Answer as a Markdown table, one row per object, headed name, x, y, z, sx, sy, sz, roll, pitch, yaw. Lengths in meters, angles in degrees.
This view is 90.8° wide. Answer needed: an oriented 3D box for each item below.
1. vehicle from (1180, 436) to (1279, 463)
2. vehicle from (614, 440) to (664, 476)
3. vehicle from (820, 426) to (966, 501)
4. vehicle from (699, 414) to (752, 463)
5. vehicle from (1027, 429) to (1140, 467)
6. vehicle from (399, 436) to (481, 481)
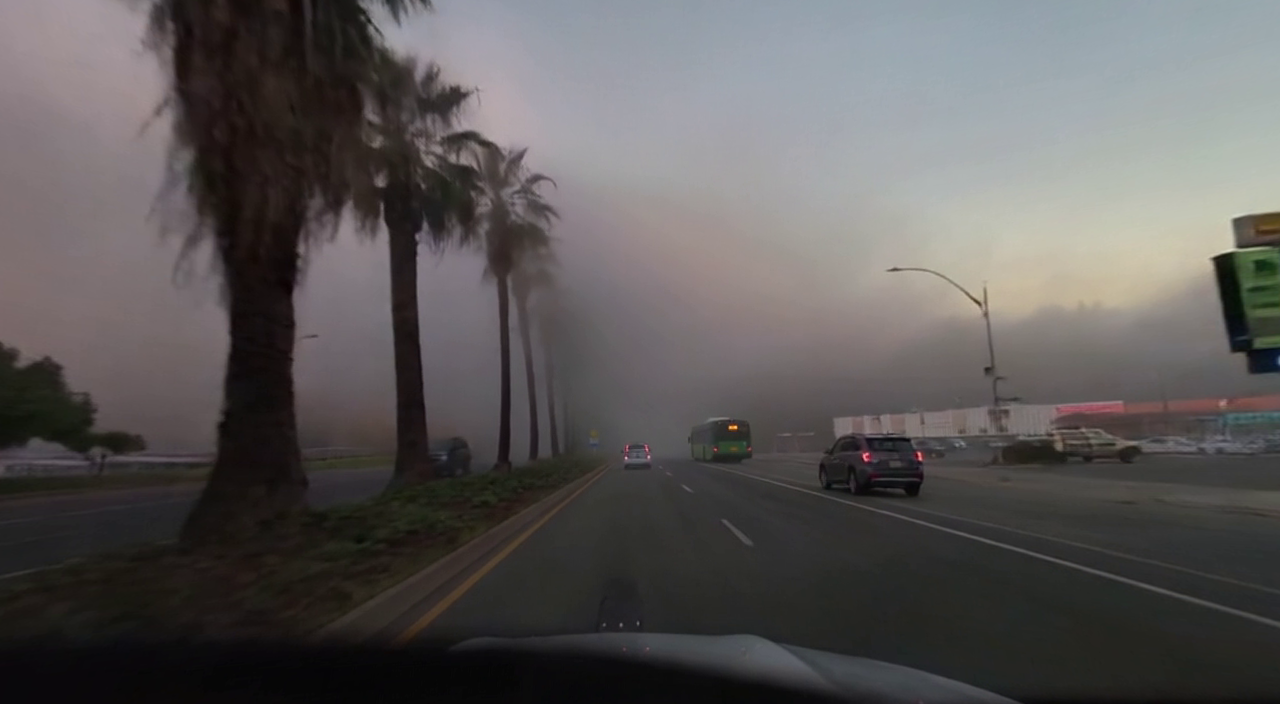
| name | x | y | z | sx | sy | sz | roll | pitch | yaw |
| --- | --- | --- | --- | --- | --- | --- | --- | --- | --- |
| vehicle | 36.030 | 6.037 | 38.734 | 1.818 | 1.451 | 4.263 | -2 | -10 | -5 |
| vehicle | -0.042 | 4.743 | 28.573 | 2.065 | 1.477 | 4.306 | 0 | -9 | 0 |
| vehicle | 6.319 | 2.834 | 16.405 | 2.031 | 1.670 | 4.154 | 0 | -9 | -1 |
| vehicle | 6.503 | 6.838 | 49.494 | 2.795 | 3.383 | 9.287 | 0 | -9 | -1 |
| vehicle | 23.575 | 5.088 | 33.674 | 4.595 | 1.845 | 1.919 | 0 | -8 | -5 |
| vehicle | -8.872 | 4.769 | 28.521 | 2.106 | 1.817 | 4.847 | 0 | -9 | 0 |
